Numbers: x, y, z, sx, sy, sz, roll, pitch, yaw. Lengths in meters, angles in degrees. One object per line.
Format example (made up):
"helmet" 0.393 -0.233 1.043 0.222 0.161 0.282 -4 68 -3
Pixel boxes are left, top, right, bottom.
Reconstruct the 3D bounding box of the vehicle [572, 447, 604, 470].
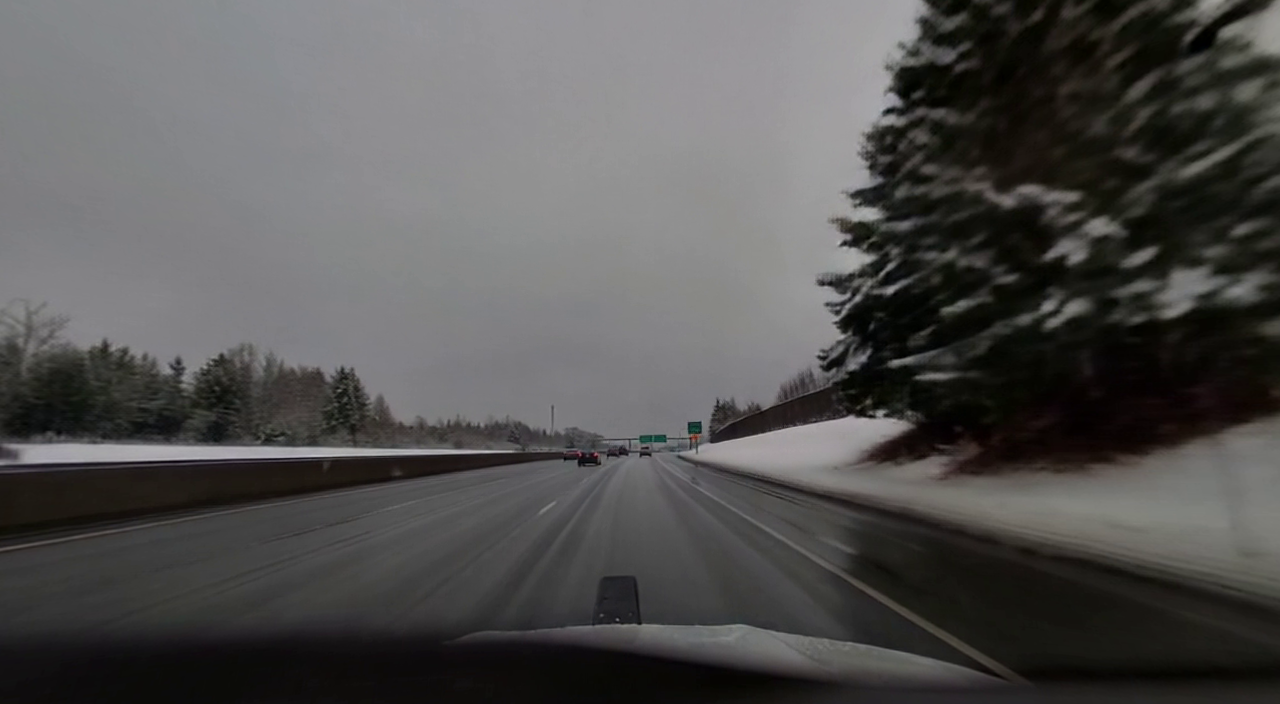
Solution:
"vehicle" -3.479 7.196 42.619 1.895 1.482 3.852 0 -9 0
